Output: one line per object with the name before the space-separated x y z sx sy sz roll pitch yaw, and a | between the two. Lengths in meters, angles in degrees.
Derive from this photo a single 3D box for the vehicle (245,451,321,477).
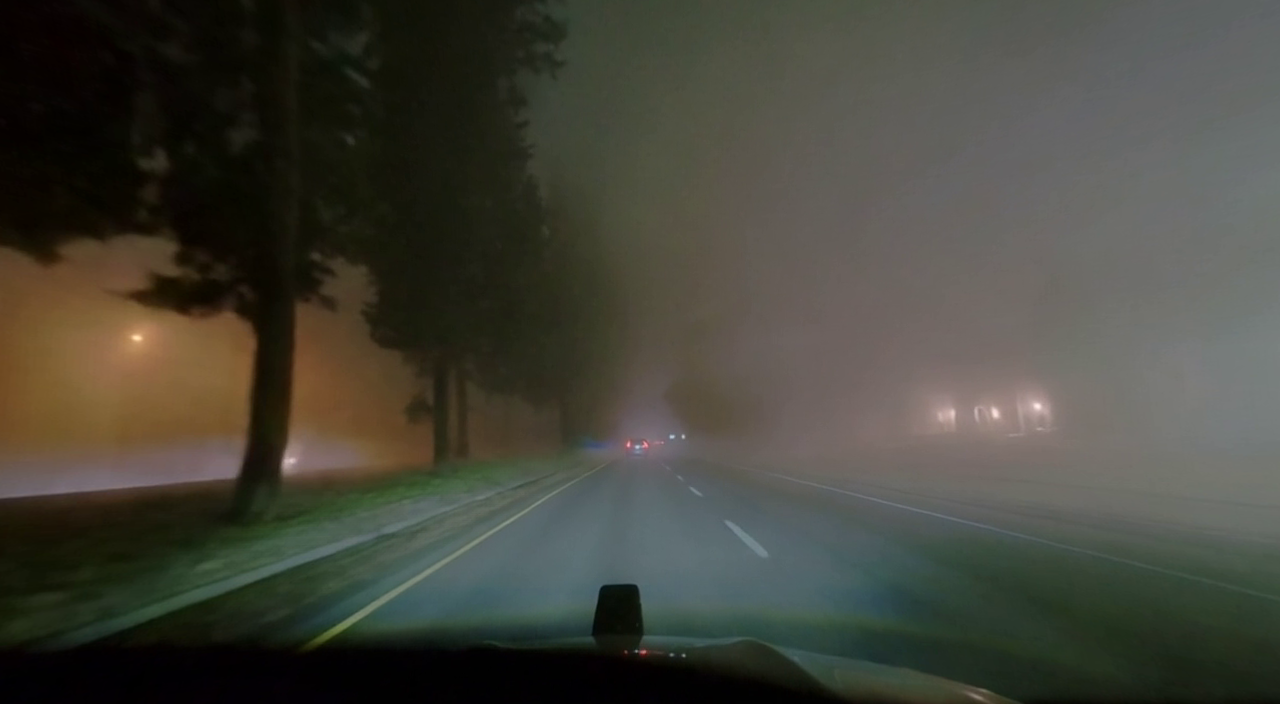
vehicle | -21.749 6.809 38.711 1.968 1.467 4.567 0 -8 1
